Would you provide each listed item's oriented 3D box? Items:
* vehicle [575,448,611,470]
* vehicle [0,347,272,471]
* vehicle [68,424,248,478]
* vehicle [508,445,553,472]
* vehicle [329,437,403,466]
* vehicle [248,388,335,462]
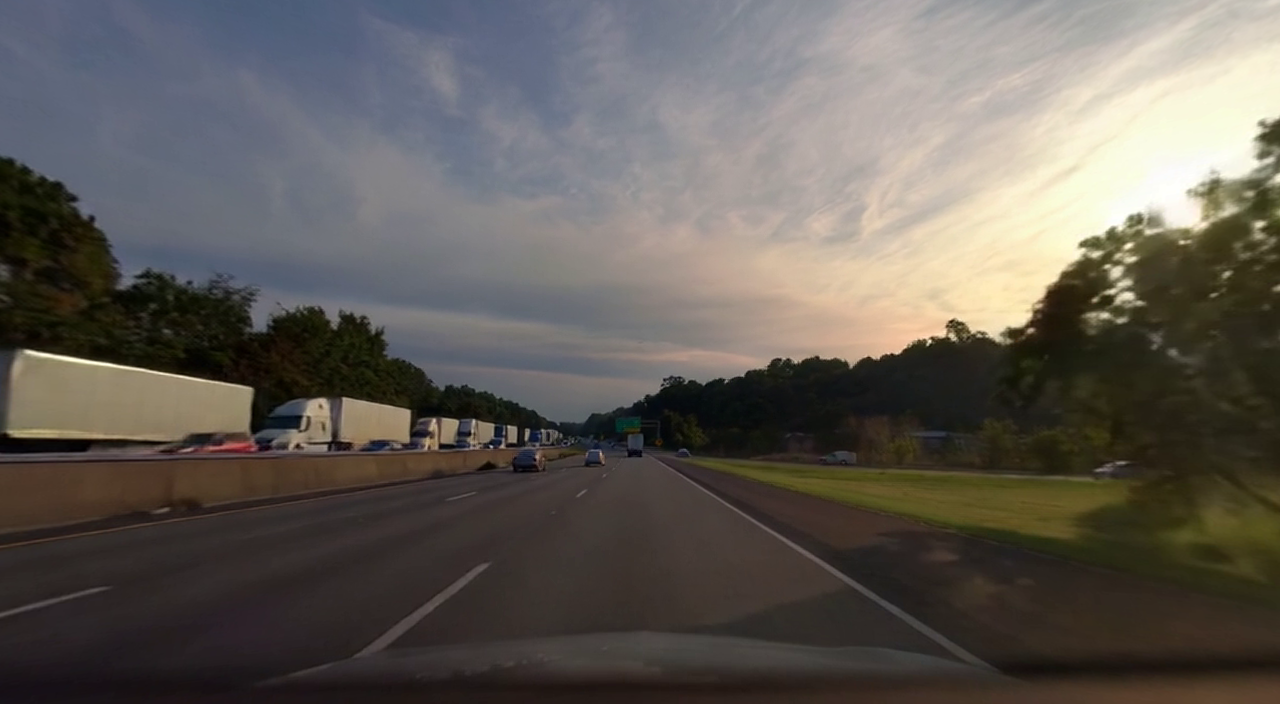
[{"bbox_3d":[-3.201,7.465,43.978,2.076,1.453,4.094,0,-9,2],"label":"vehicle"},{"bbox_3d":[-18.965,2.519,23.962,2.703,3.565,11.849,0,-9,1],"label":"vehicle"},{"bbox_3d":[-14.145,2.970,18.923,1.956,1.433,4.339,0,-9,0],"label":"vehicle"},{"bbox_3d":[-7.297,7.148,42.595,2.122,1.685,4.714,0,-9,1],"label":"vehicle"},{"bbox_3d":[-14.436,5.278,33.495,2.014,1.444,4.352,0,-9,0],"label":"vehicle"},{"bbox_3d":[-18.483,3.920,33.616,2.963,3.801,2.502,0,-9,-1],"label":"vehicle"}]
